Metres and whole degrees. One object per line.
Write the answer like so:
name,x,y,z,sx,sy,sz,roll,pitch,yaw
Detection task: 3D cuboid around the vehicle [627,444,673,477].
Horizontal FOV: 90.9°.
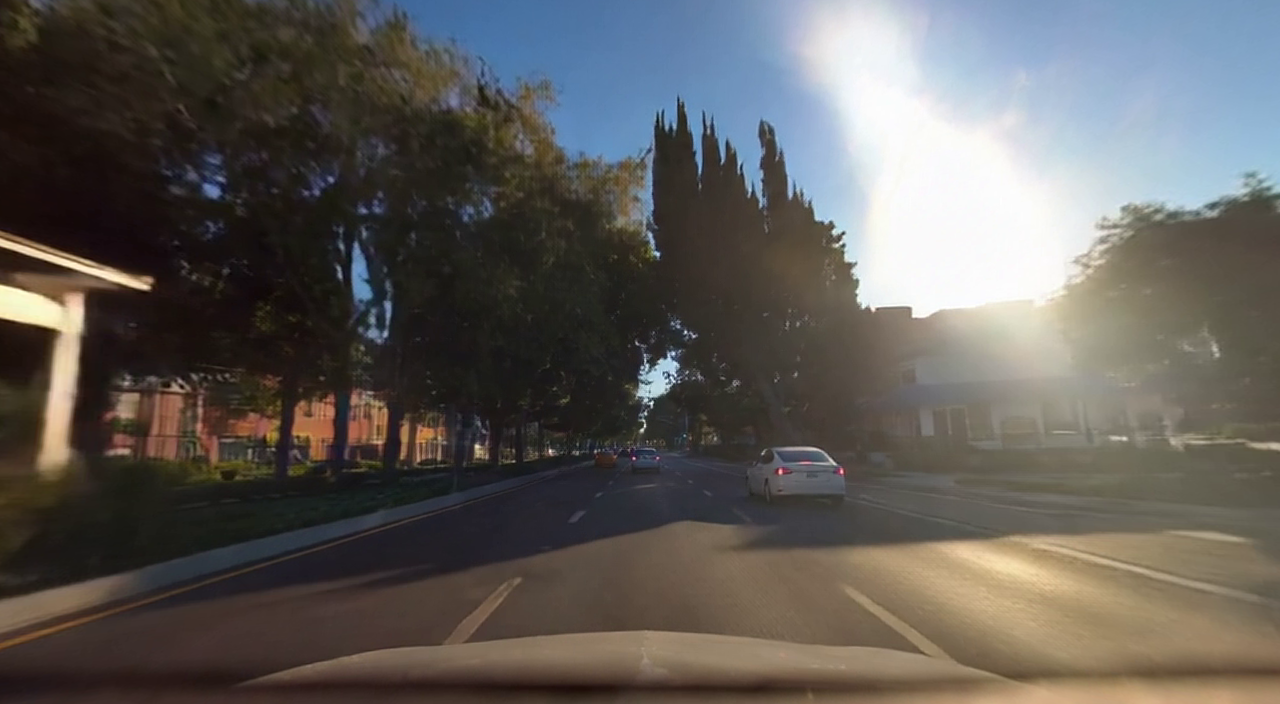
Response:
vehicle,0.474,5.335,31.258,2.144,1.505,4.128,0,-8,0

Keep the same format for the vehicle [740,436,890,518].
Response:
vehicle,3.625,2.662,14.003,2.067,1.497,4.327,0,-8,0
